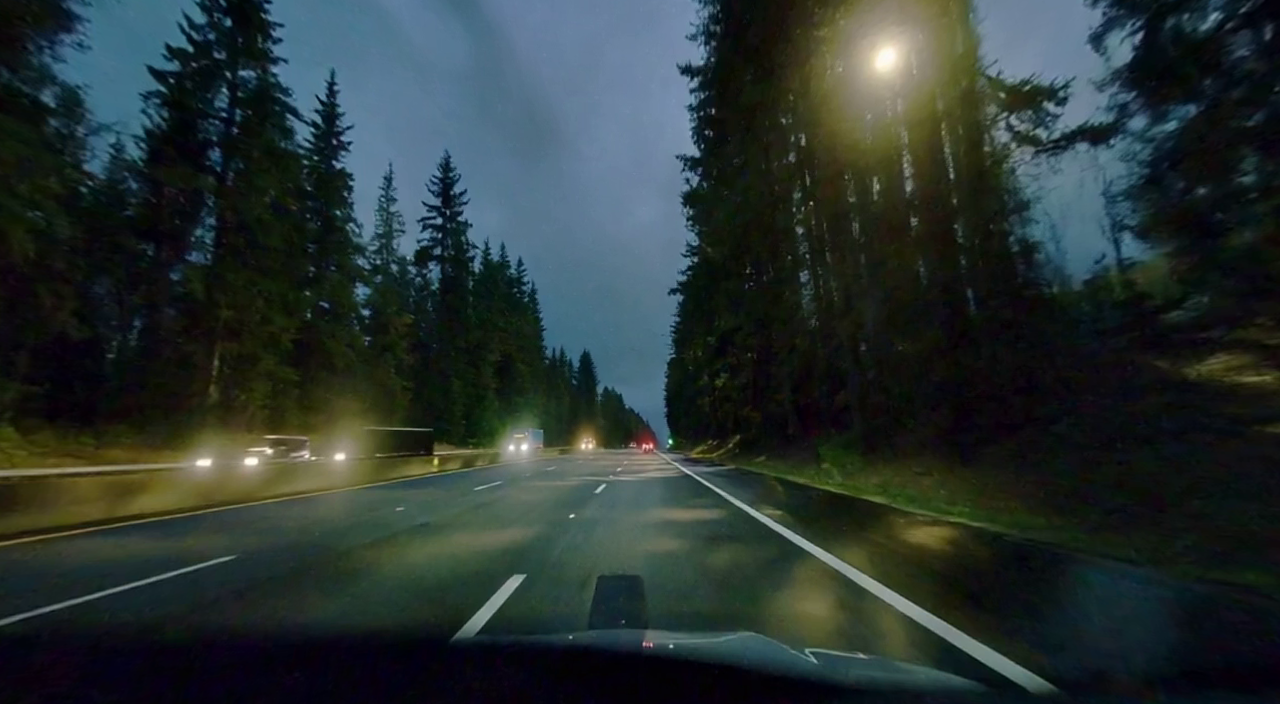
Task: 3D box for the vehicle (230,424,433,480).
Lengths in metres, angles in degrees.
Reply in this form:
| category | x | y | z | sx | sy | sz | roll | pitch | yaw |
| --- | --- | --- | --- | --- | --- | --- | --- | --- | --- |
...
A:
| category | x | y | z | sx | sy | sz | roll | pitch | yaw |
| --- | --- | --- | --- | --- | --- | --- | --- | --- | --- |
| vehicle | -12.932 | 4.411 | 28.425 | 2.672 | 1.964 | 12.269 | 0 | -8 | 2 |

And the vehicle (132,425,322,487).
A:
| category | x | y | z | sx | sy | sz | roll | pitch | yaw |
| --- | --- | --- | --- | --- | --- | --- | --- | --- | --- |
| vehicle | -13.116 | 3.358 | 20.697 | 2.293 | 1.736 | 5.712 | 0 | -8 | 1 |
